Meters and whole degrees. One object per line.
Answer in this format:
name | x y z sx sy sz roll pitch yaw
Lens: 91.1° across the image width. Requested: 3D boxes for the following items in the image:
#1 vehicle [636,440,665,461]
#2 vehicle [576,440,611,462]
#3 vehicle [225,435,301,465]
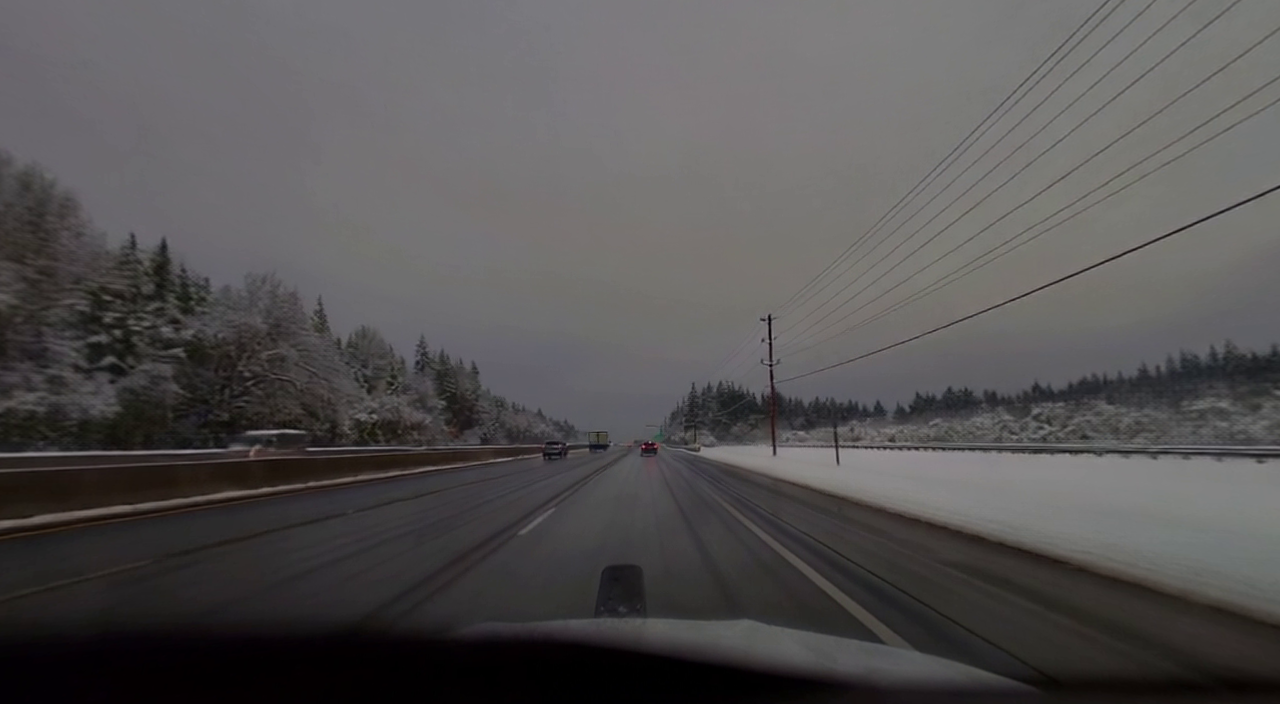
vehicle | 0.794 7.326 46.702 2.057 1.453 3.926 0 -8 1
vehicle | -3.224 6.990 44.320 2.046 1.478 4.111 0 -8 1
vehicle | -29.154 7.590 48.815 2.253 2.185 5.831 0 -8 1
